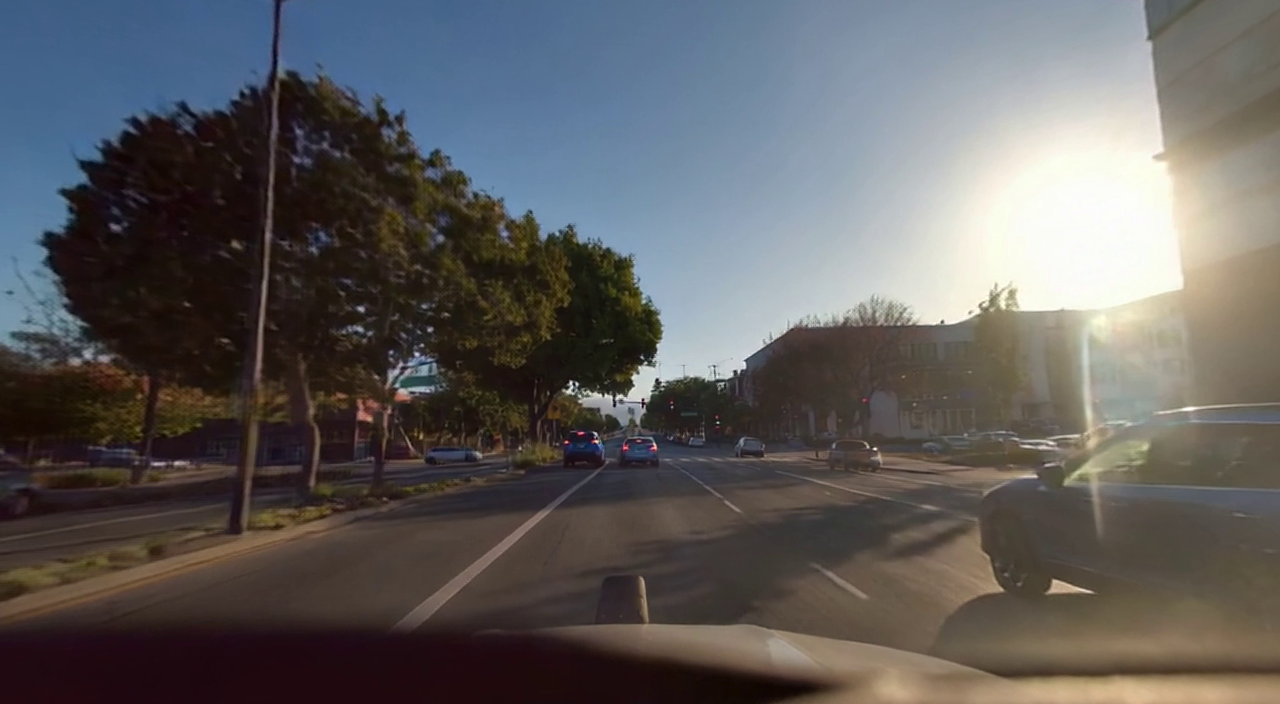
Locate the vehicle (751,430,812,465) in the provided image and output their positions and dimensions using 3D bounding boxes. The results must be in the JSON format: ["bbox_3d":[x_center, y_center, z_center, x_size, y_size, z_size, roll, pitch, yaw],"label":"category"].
[{"bbox_3d":[7.336,5.017,33.264,2.068,1.731,4.752,0,-8,-1],"label":"vehicle"}]

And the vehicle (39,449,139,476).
[{"bbox_3d":[-36.221,7.247,41.679,4.561,1.588,1.832,5,-10,-29],"label":"vehicle"}]

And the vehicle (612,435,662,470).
[{"bbox_3d":[-0.119,4.535,28.689,2.097,1.480,4.006,0,-8,0],"label":"vehicle"}]

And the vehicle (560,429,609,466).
[{"bbox_3d":[-2.836,5.053,33.435,2.064,1.825,4.760,0,-8,1],"label":"vehicle"}]

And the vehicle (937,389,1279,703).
[{"bbox_3d":[3.731,1.030,3.616,1.861,1.473,4.393,0,-8,-1],"label":"vehicle"}]

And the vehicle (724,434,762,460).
[{"bbox_3d":[7.151,6.607,44.117,1.894,1.693,4.110,0,-8,-1],"label":"vehicle"}]
